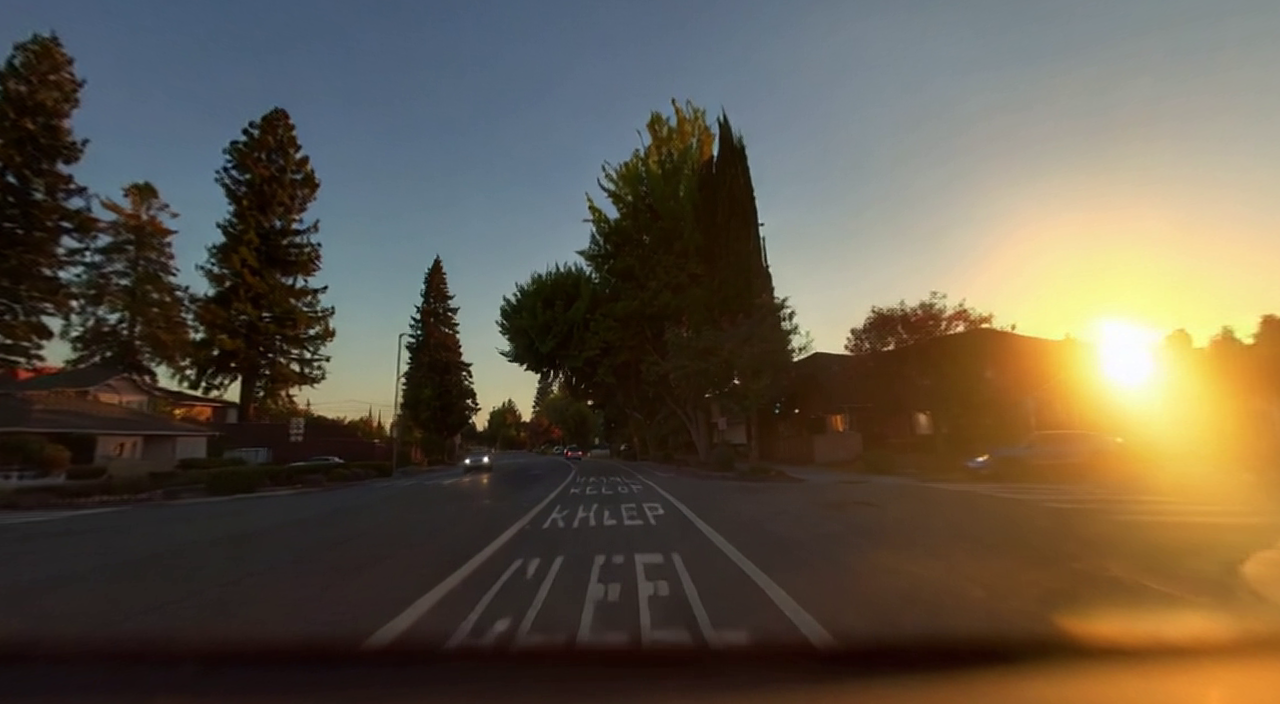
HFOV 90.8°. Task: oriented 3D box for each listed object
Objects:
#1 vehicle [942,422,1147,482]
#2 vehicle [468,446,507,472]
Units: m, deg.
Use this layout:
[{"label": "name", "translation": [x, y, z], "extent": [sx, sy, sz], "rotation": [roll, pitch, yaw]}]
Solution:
[{"label": "vehicle", "translation": [11.850, 2.951, 18.779], "extent": [4.702, 1.661, 1.977], "rotation": [0, -8, 0]}, {"label": "vehicle", "translation": [-10.989, 7.720, 45.863], "extent": [2.053, 1.727, 4.651], "rotation": [1, -8, -5]}]
